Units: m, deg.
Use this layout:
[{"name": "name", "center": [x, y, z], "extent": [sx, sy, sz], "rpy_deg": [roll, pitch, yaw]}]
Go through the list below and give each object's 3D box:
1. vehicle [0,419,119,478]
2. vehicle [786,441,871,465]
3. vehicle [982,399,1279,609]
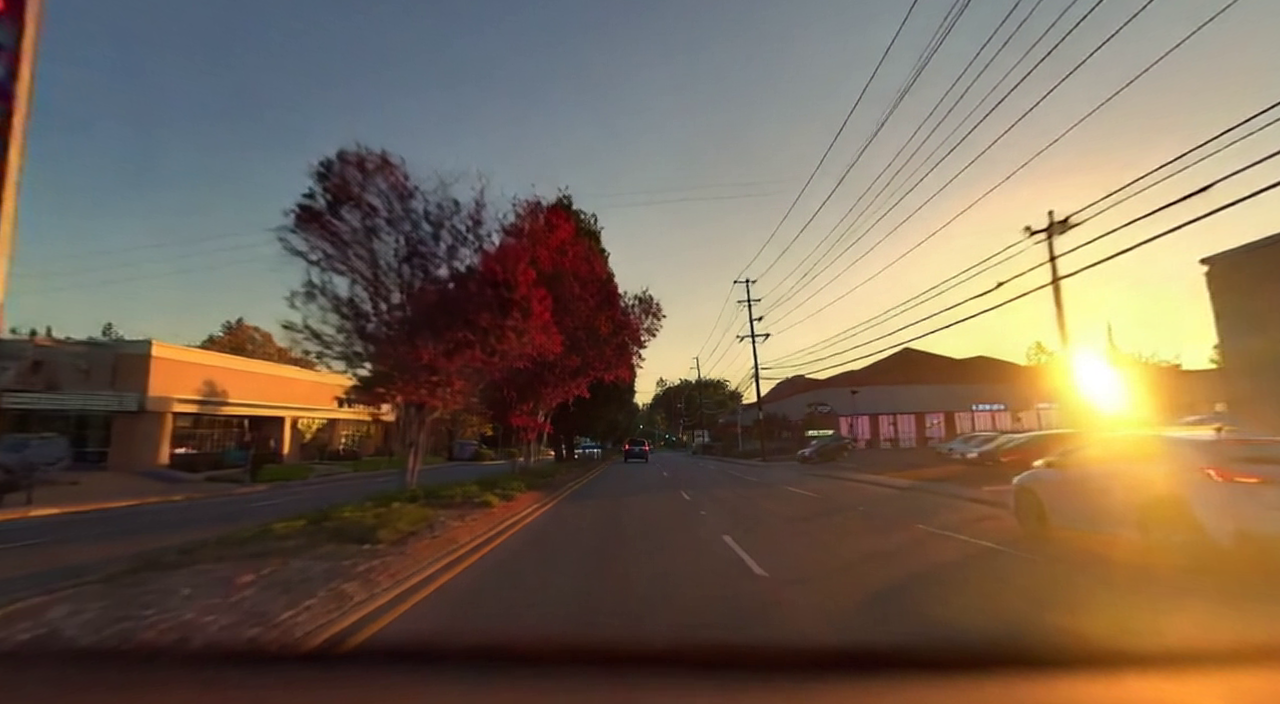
[{"name": "vehicle", "center": [-28.688, 4.578, 29.705], "extent": [5.851, 2.505, 2.504], "rpy_deg": [-1, -8, -9]}, {"name": "vehicle", "center": [14.518, 7.751, 48.783], "extent": [5.733, 1.610, 2.253], "rpy_deg": [0, -8, -11]}, {"name": "vehicle", "center": [6.217, 1.559, 7.275], "extent": [1.995, 1.705, 4.434], "rpy_deg": [0, -9, -1]}]
